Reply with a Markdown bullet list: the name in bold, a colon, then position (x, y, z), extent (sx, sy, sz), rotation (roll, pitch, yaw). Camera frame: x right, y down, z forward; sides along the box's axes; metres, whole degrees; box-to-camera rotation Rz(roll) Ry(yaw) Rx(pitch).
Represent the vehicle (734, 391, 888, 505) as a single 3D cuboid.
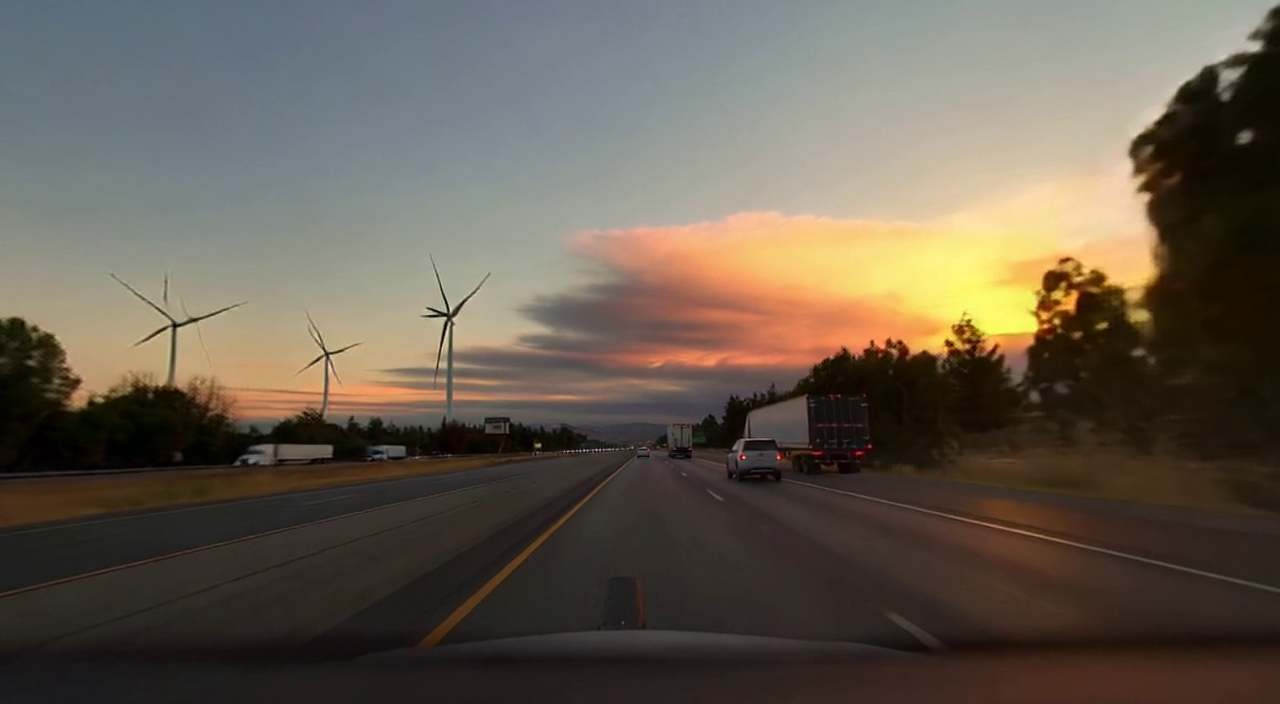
- **vehicle**: position (4.400, 2.667, 17.490), extent (2.609, 2.648, 5.397), rotation (0, -9, -1)
